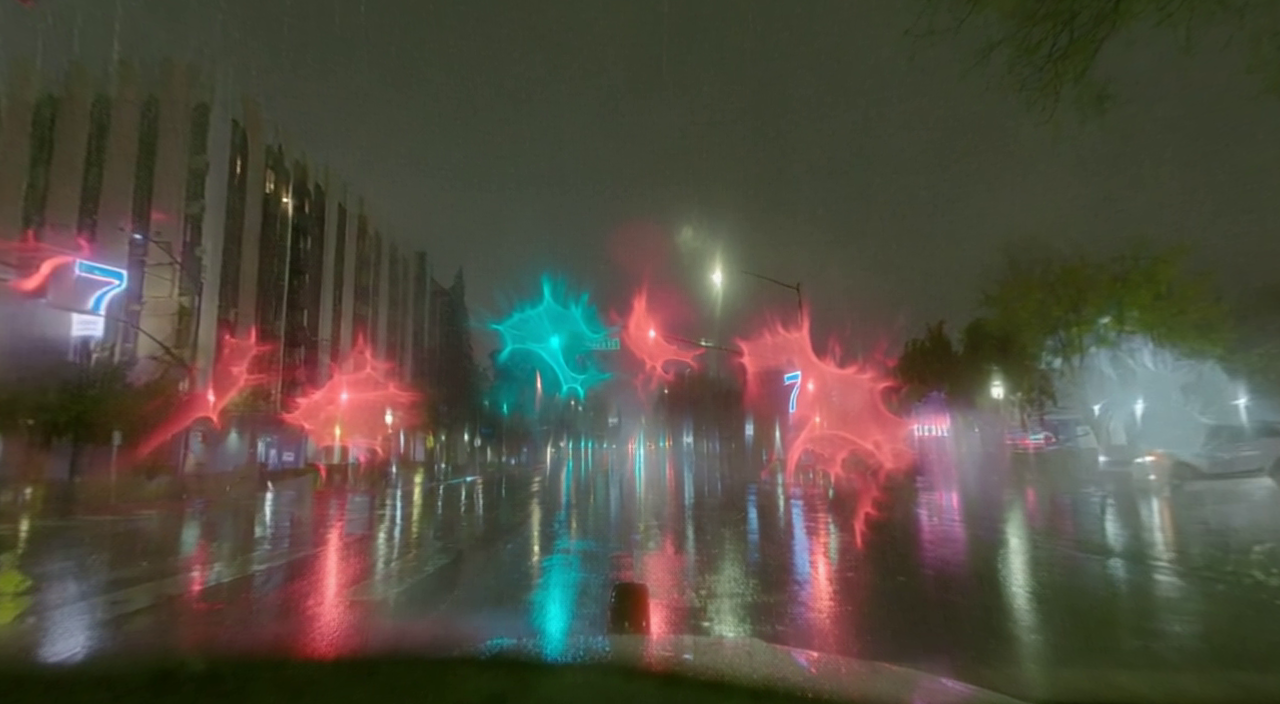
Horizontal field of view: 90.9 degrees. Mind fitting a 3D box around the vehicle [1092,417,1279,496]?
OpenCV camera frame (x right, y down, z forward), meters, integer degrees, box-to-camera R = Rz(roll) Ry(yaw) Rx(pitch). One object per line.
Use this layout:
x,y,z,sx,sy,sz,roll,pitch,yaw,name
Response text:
14.333,2.540,15.490,4.836,1.795,1.957,0,-8,0,vehicle
